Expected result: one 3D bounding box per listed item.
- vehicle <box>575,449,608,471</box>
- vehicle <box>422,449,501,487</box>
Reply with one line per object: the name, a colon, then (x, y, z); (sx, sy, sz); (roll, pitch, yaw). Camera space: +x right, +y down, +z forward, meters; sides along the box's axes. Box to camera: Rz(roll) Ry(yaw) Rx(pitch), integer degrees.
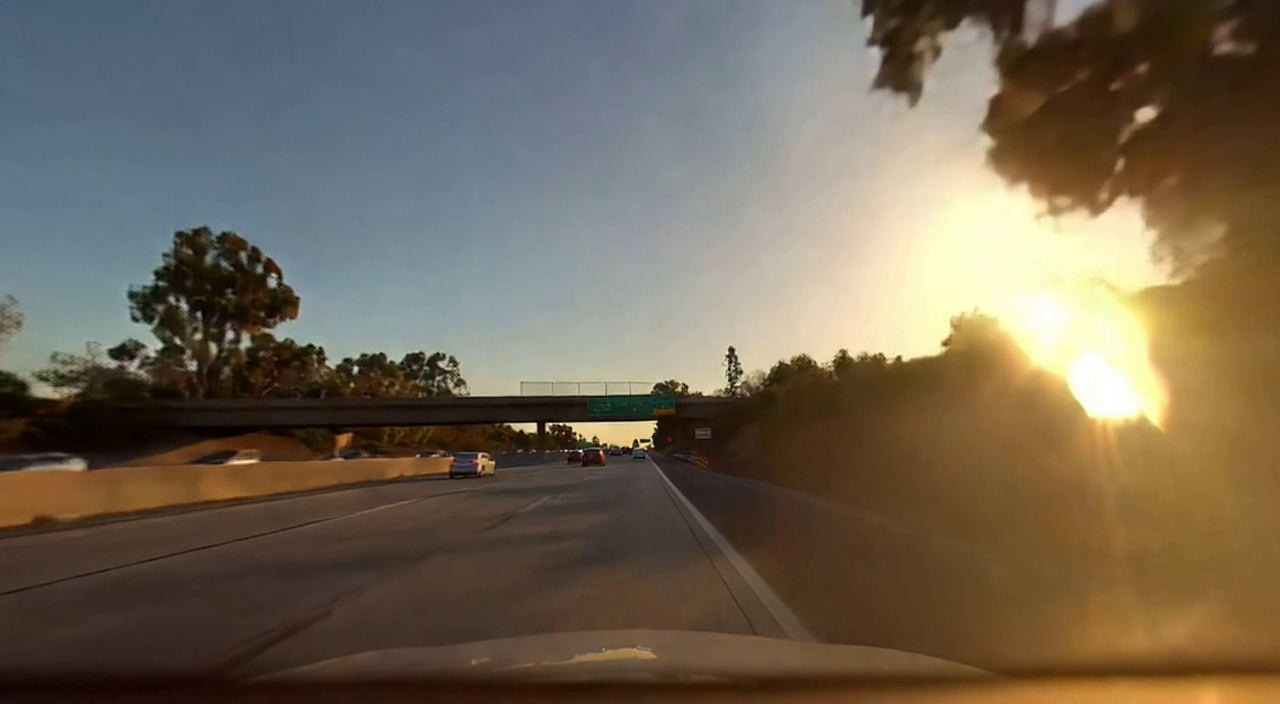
vehicle: (-3.580, 8.064, 47.152); (2.102, 1.571, 4.666); (0, -9, 0)
vehicle: (-7.537, 4.926, 27.120); (2.002, 1.507, 4.631); (0, -9, 1)
